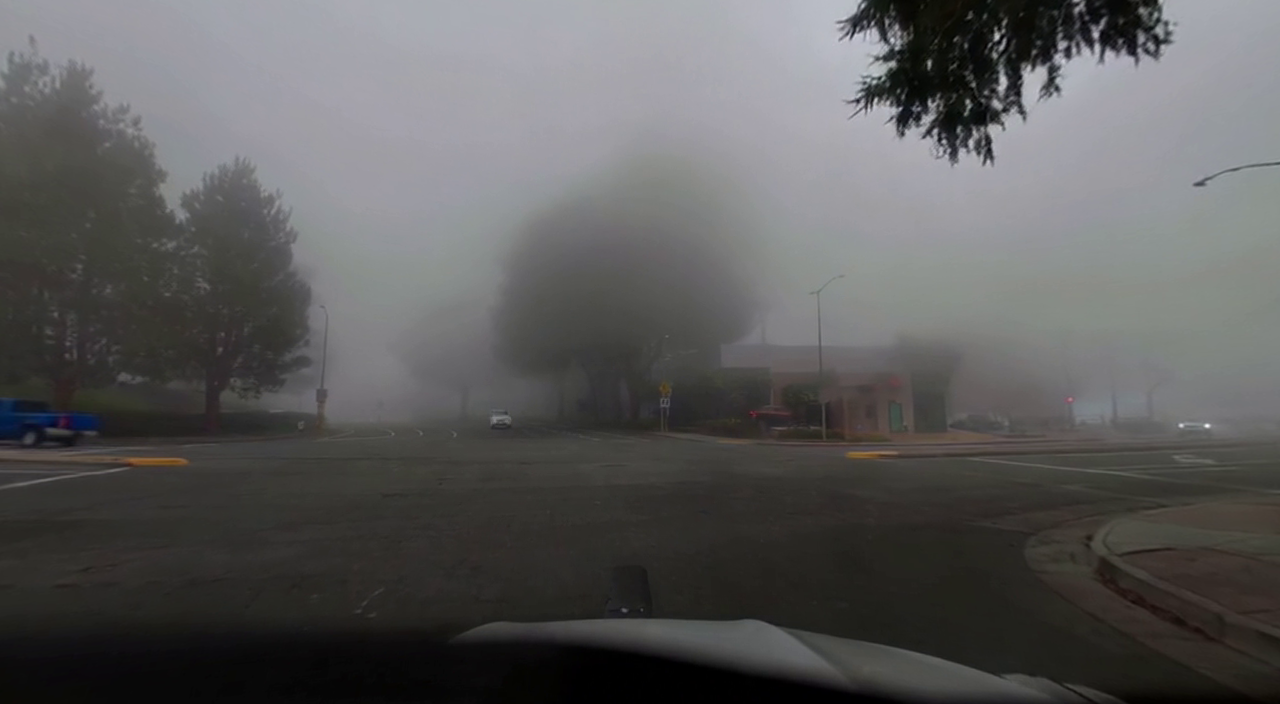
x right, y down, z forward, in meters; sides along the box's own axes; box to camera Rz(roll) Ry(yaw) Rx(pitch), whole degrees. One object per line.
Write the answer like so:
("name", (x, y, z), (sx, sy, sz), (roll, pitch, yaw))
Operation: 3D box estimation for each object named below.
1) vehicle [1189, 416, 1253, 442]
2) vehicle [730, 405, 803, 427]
("vehicle", (43.267, 5.752, 46.703), (5.333, 1.837, 2.124), (5, -10, -34))
("vehicle", (8.927, 4.527, 44.385), (4.674, 1.483, 1.745), (1, -8, -7))
